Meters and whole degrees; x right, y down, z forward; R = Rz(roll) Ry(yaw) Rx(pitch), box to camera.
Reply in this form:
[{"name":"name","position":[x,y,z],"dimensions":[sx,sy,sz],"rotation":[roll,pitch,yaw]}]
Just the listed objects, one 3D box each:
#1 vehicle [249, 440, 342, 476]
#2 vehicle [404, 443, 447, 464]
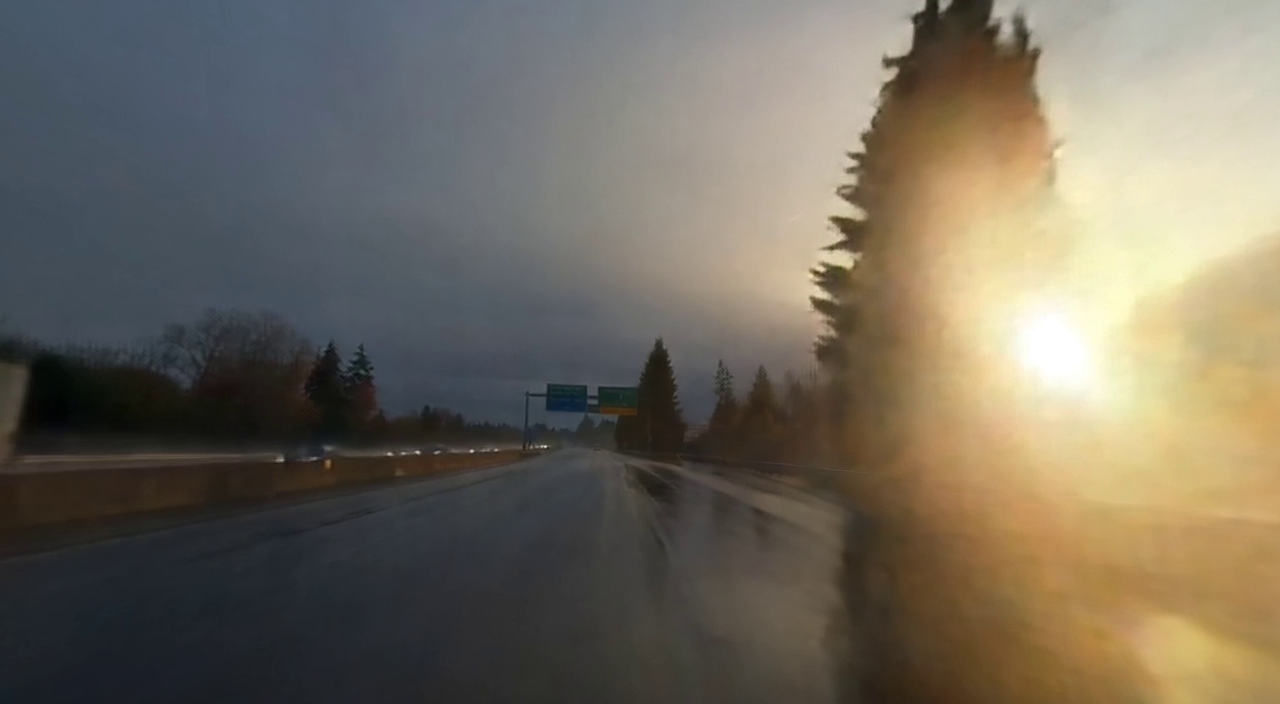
[{"name":"vehicle","position":[-15.383,4.754,28.276],"dimensions":[1.853,1.463,4.476],"rotation":[0,-9,-3]},{"name":"vehicle","position":[-16.545,7.852,48.524],"dimensions":[1.916,1.524,4.522],"rotation":[0,-9,-3]}]
